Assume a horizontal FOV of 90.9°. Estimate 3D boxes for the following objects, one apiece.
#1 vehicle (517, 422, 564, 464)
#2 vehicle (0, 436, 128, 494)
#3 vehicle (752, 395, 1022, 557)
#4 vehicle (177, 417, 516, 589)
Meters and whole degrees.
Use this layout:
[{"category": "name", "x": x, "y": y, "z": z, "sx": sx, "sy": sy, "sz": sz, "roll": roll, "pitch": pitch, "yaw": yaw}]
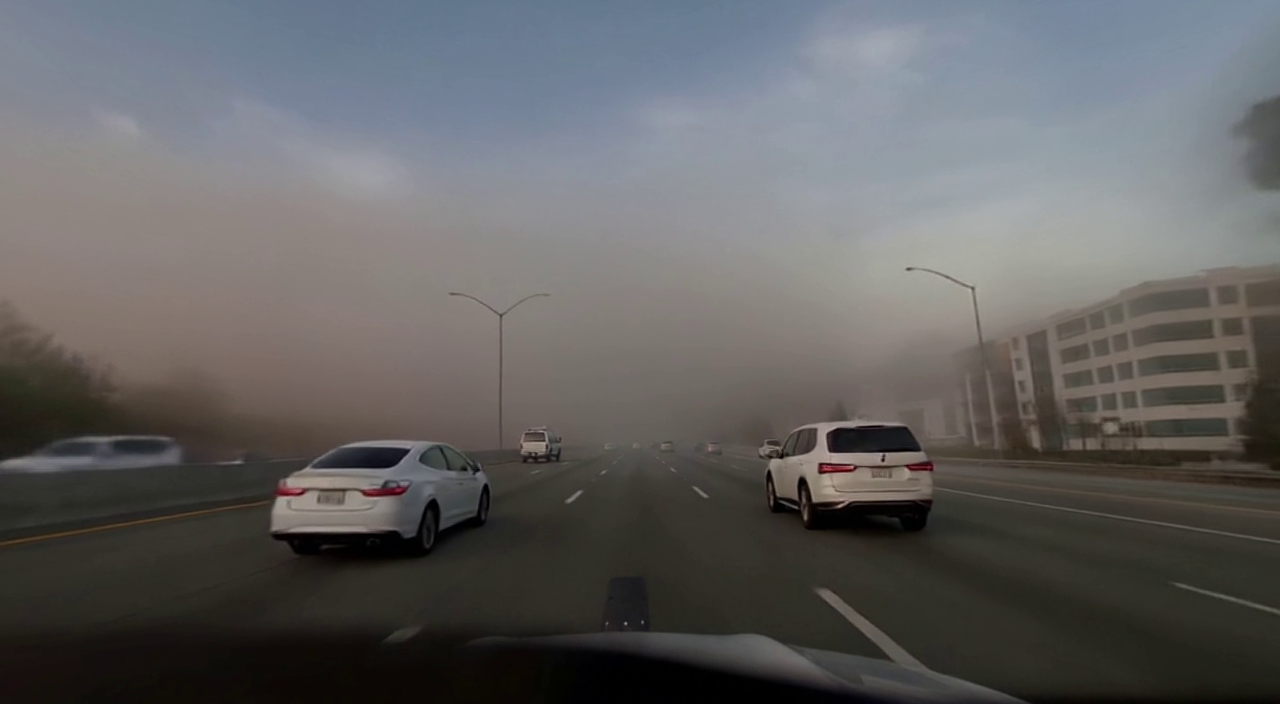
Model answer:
[{"category": "vehicle", "x": -7.046, "y": 6.591, "z": 45.519, "sx": 2.362, "sy": 2.778, "sz": 6.630, "roll": 0, "pitch": -8, "yaw": 0}, {"category": "vehicle", "x": -15.588, "y": 2.924, "z": 16.569, "sx": 1.450, "sy": 1.356, "sz": 3.294, "roll": 0, "pitch": -8, "yaw": 0}, {"category": "vehicle", "x": 3.301, "y": 1.784, "z": 9.776, "sx": 2.148, "sy": 1.852, "sz": 4.835, "roll": 0, "pitch": -8, "yaw": -1}, {"category": "vehicle", "x": -3.154, "y": 1.734, "z": 8.177, "sx": 2.080, "sy": 1.542, "sz": 4.718, "roll": -1, "pitch": -8, "yaw": 1}]
